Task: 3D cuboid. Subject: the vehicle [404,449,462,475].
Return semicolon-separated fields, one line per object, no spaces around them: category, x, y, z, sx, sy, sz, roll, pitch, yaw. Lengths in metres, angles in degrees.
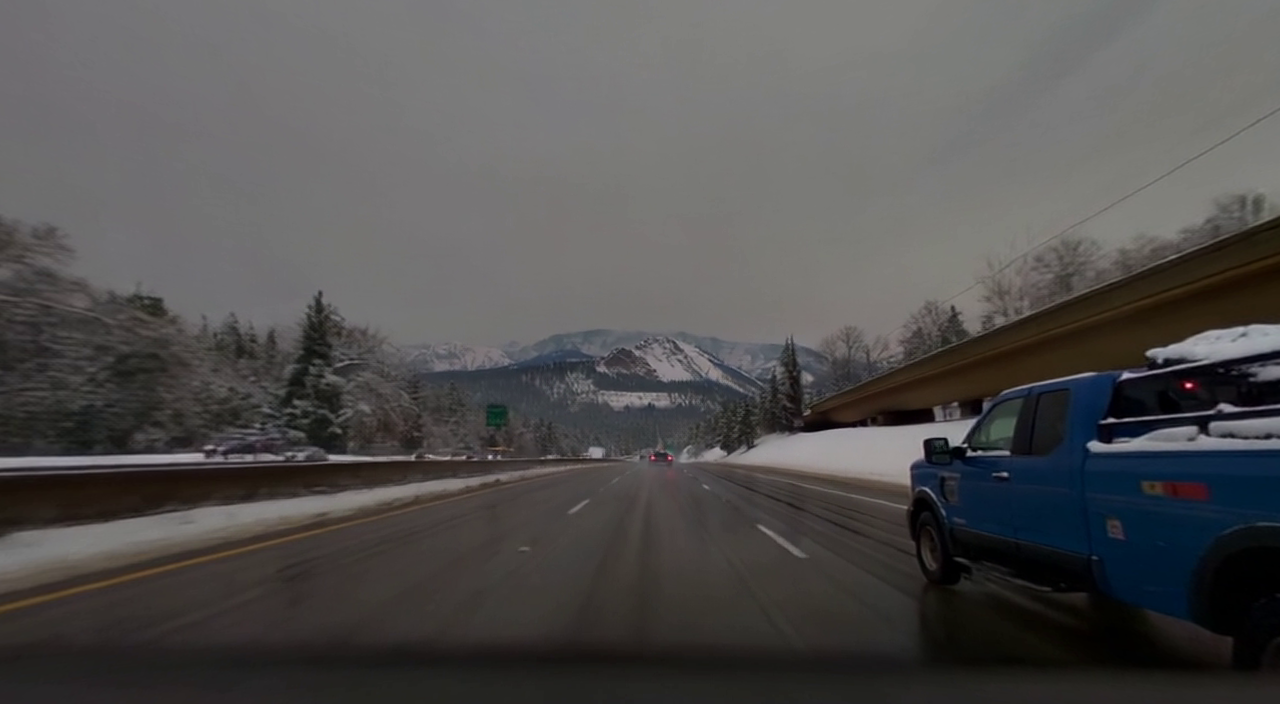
vehicle;-13.830;7.384;42.262;2.071;1.614;4.863;-1;-9;2

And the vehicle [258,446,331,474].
vehicle;-24.301;7.621;44.391;2.079;1.838;5.011;-1;-9;3

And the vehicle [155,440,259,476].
vehicle;-28.327;6.969;41.406;2.329;2.143;5.925;-1;-9;3

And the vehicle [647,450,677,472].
vehicle;1.552;7.975;46.033;2.034;1.549;4.147;0;-9;0

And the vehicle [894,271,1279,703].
vehicle;4.015;0.897;3.443;2.538;2.228;6.370;0;-9;0
